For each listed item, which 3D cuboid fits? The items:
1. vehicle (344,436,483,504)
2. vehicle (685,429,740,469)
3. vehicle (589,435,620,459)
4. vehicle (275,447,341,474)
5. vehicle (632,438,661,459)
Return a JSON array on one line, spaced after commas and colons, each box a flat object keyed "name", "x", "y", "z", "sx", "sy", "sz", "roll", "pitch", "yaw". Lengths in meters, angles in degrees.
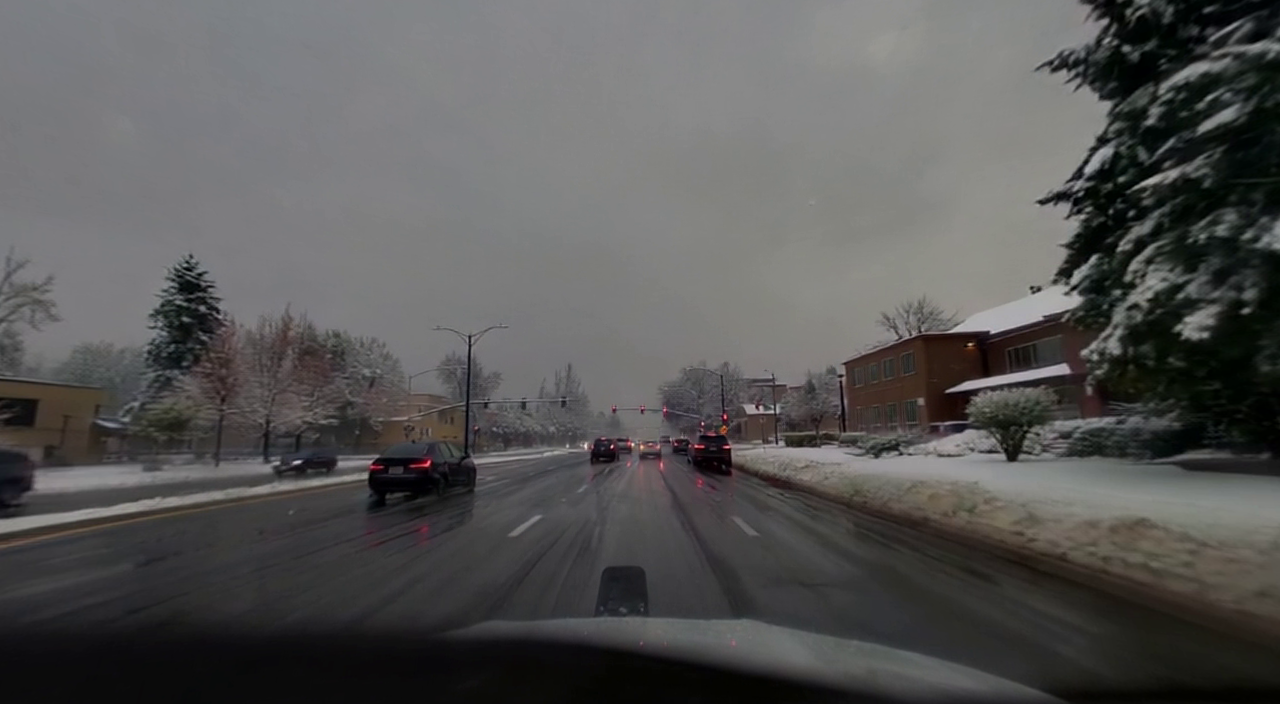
[{"name": "vehicle", "x": -5.537, "y": 2.926, "z": 16.086, "sx": 1.926, "sy": 1.465, "sz": 4.620, "roll": 0, "pitch": -8, "yaw": -1}, {"name": "vehicle", "x": 3.504, "y": 4.810, "z": 31.375, "sx": 2.141, "sy": 1.833, "sz": 4.704, "roll": 0, "pitch": -8, "yaw": -1}, {"name": "vehicle", "x": -2.662, "y": 7.152, "z": 47.500, "sx": 1.912, "sy": 1.703, "sz": 4.261, "roll": 0, "pitch": -8, "yaw": 2}, {"name": "vehicle", "x": -19.614, "y": 6.390, "z": 37.238, "sx": 1.717, "sy": 1.486, "sz": 4.238, "roll": 0, "pitch": -8, "yaw": -2}, {"name": "vehicle", "x": 0.486, "y": 6.956, "z": 45.422, "sx": 2.021, "sy": 1.461, "sz": 3.862, "roll": 0, "pitch": -8, "yaw": 1}]
